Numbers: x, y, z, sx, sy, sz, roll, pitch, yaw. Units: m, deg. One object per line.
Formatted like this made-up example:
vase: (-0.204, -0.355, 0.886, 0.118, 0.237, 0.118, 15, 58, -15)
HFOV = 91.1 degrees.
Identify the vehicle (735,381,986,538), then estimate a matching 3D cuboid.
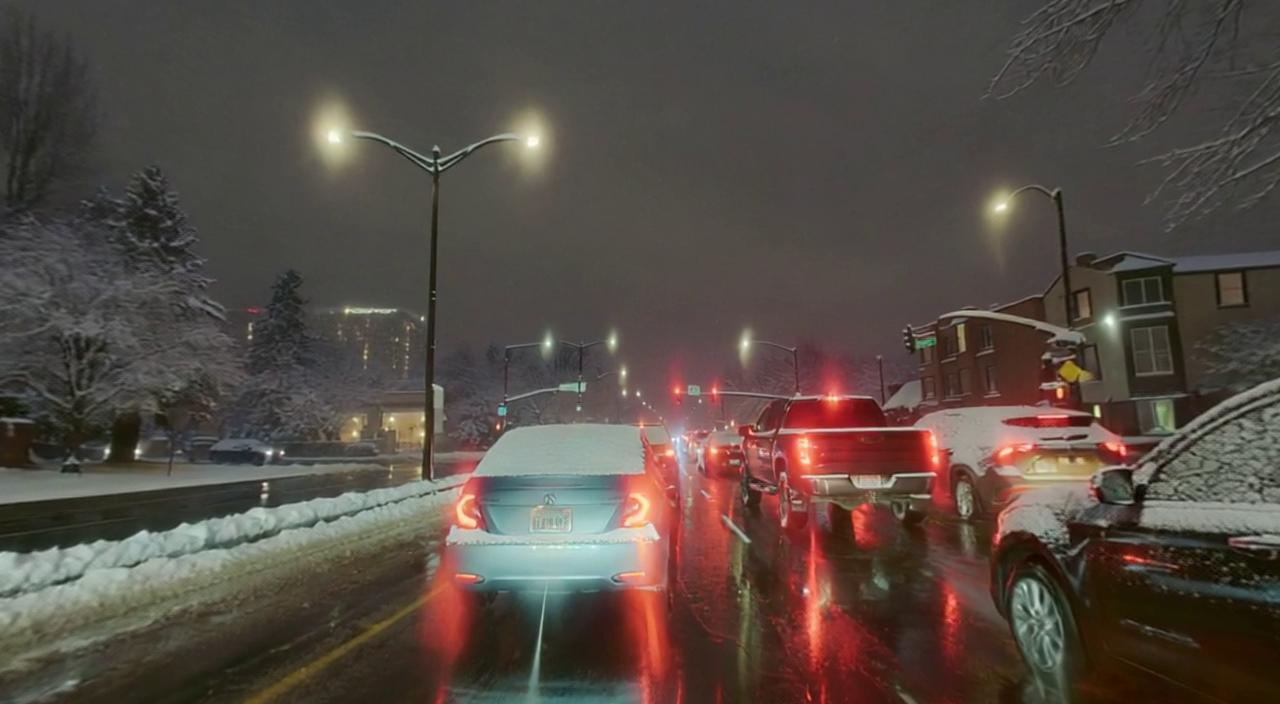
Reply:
vehicle: (3.529, 1.936, 11.775, 2.497, 2.186, 5.890, 0, -9, 0)

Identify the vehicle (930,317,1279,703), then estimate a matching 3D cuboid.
vehicle: (3.161, 0.774, 2.234, 2.024, 1.723, 4.714, 0, -9, 1)

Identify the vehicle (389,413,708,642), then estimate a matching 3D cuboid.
vehicle: (-0.576, 1.514, 6.468, 2.172, 1.536, 4.250, 0, -9, 1)
